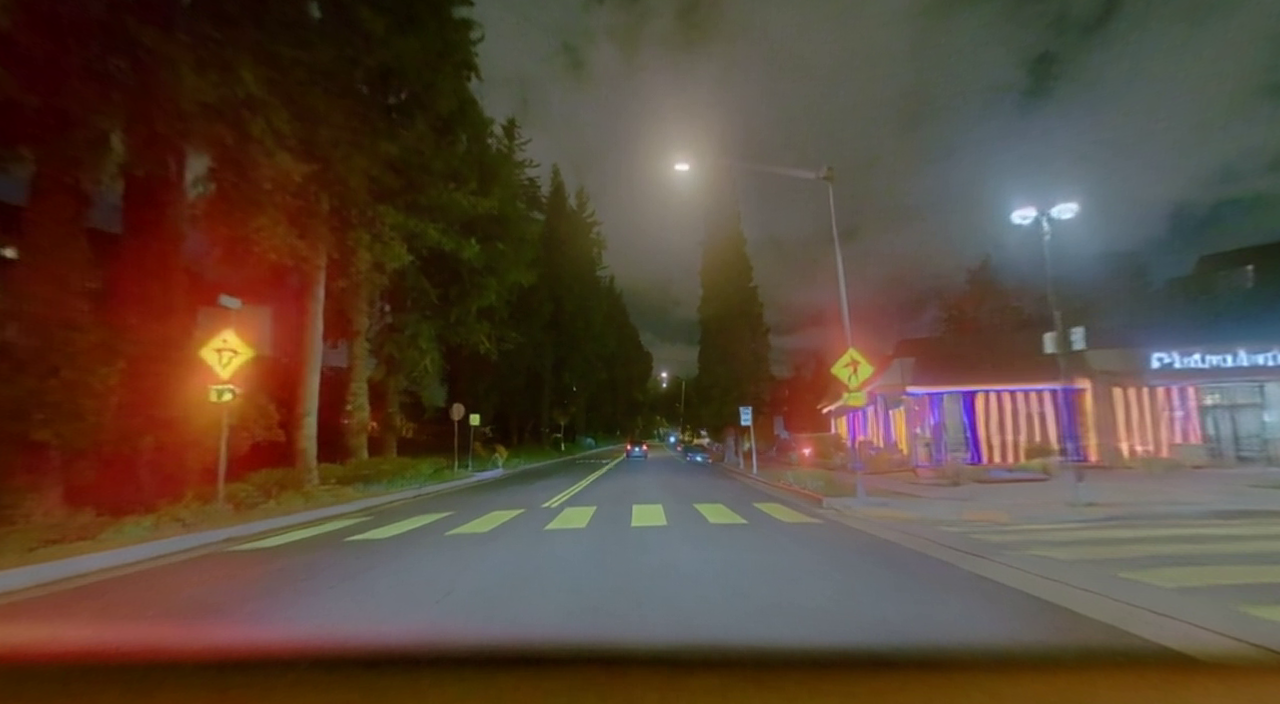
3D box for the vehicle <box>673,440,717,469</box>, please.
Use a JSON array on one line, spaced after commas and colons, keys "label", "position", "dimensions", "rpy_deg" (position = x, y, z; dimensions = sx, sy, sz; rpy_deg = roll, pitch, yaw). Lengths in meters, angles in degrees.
[{"label": "vehicle", "position": [3.103, 5.904, 36.484], "dimensions": [2.152, 1.527, 4.010], "rpy_deg": [0, -9, 0]}]
